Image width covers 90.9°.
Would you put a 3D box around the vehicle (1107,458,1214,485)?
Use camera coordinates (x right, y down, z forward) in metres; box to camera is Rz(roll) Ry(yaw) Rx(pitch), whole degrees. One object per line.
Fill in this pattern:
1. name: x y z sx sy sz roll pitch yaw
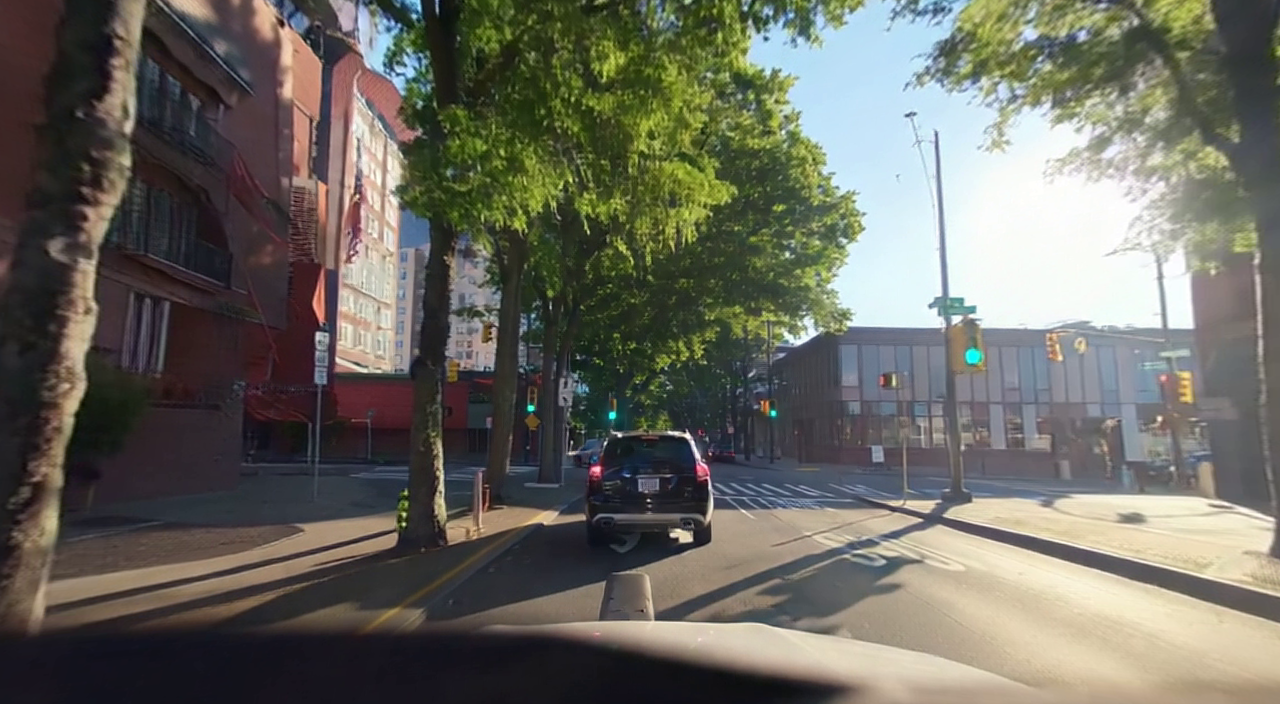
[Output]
1. vehicle: 30.453 7.000 36.963 4.668 1.441 1.904 0 -8 -4

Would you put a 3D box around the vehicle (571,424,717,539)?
1. vehicle: 0.106 2.133 10.951 2.079 1.621 3.861 -1 -8 2

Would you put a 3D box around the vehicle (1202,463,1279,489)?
1. vehicle: 36.192 7.248 37.046 4.457 1.409 1.873 0 -8 1
